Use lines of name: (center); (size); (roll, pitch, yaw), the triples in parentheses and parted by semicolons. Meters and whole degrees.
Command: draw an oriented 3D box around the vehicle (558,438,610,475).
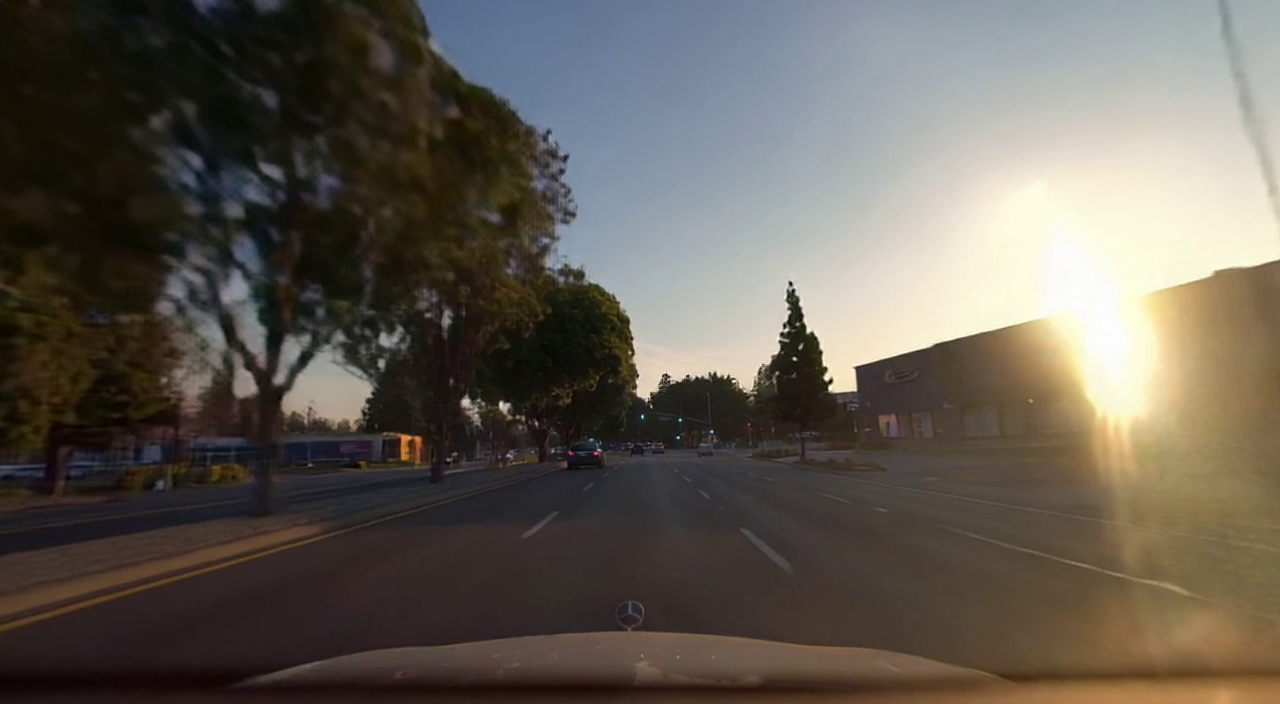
vehicle: (-2.685, 5.158, 31.327); (2.121, 1.656, 4.559); (0, -8, 1)
